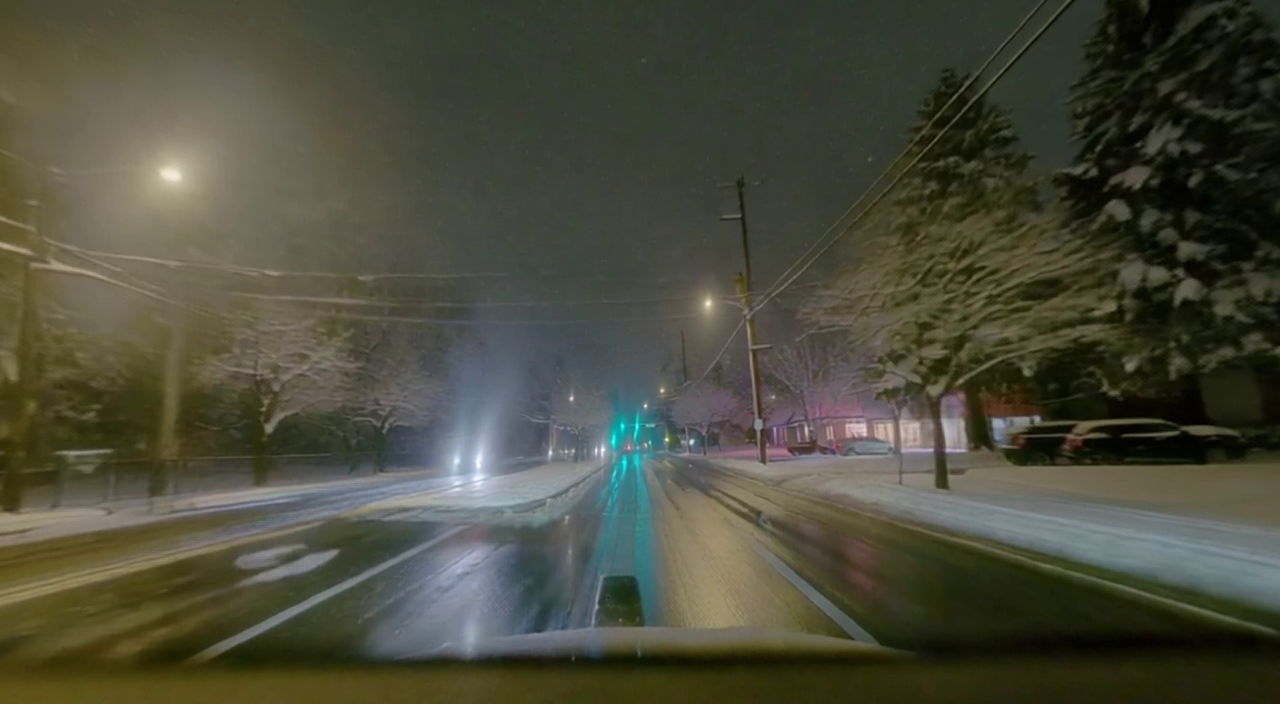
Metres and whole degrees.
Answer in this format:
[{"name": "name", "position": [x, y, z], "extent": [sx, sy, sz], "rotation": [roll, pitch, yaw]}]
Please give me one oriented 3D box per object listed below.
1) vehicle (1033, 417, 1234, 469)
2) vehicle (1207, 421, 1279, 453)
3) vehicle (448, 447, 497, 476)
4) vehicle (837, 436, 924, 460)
[{"name": "vehicle", "position": [16.311, 3.056, 21.020], "extent": [4.947, 1.587, 2.133], "rotation": [1, -9, -2]}, {"name": "vehicle", "position": [29.657, 3.998, 29.469], "extent": [1.749, 1.436, 4.792], "rotation": [0, -9, 0]}, {"name": "vehicle", "position": [-11.115, 7.237, 41.965], "extent": [2.031, 1.674, 4.573], "rotation": [-3, -8, 0]}, {"name": "vehicle", "position": [16.435, 6.611, 43.227], "extent": [5.124, 1.541, 2.070], "rotation": [0, -10, -1]}]
